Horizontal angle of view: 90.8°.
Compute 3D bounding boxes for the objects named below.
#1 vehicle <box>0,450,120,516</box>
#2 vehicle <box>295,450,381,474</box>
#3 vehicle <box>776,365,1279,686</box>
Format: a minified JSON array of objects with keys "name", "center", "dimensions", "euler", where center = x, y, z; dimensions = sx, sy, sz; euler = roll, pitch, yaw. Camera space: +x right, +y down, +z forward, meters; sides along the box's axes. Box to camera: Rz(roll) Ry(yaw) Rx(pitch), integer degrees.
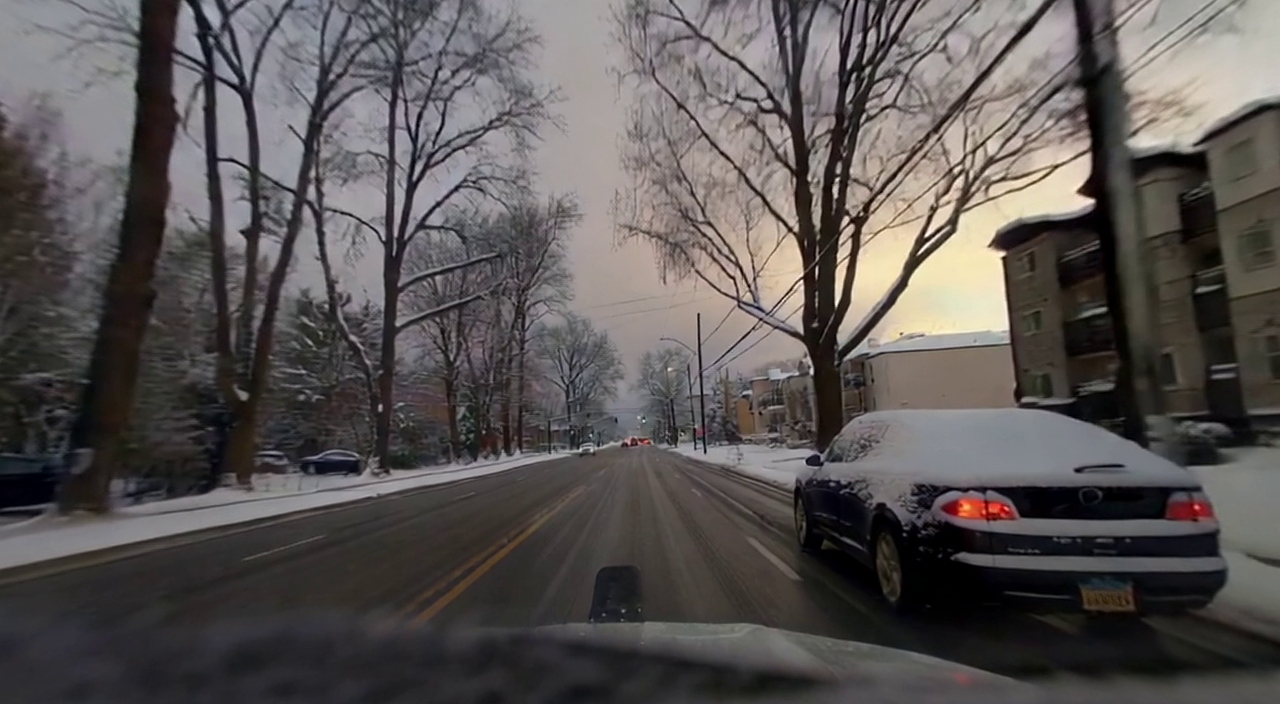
[{"name":"vehicle","center":[-15.849,3.260,15.968],"dimensions":[1.881,1.490,4.430],"euler":[0,-8,-5]},{"name":"vehicle","center":[-19.616,7.145,41.212],"dimensions":[4.610,1.463,1.841],"euler":[0,-9,-7]},{"name":"vehicle","center":[3.026,1.327,6.077],"dimensions":[2.224,1.791,4.834],"euler":[0,-8,-1]}]
